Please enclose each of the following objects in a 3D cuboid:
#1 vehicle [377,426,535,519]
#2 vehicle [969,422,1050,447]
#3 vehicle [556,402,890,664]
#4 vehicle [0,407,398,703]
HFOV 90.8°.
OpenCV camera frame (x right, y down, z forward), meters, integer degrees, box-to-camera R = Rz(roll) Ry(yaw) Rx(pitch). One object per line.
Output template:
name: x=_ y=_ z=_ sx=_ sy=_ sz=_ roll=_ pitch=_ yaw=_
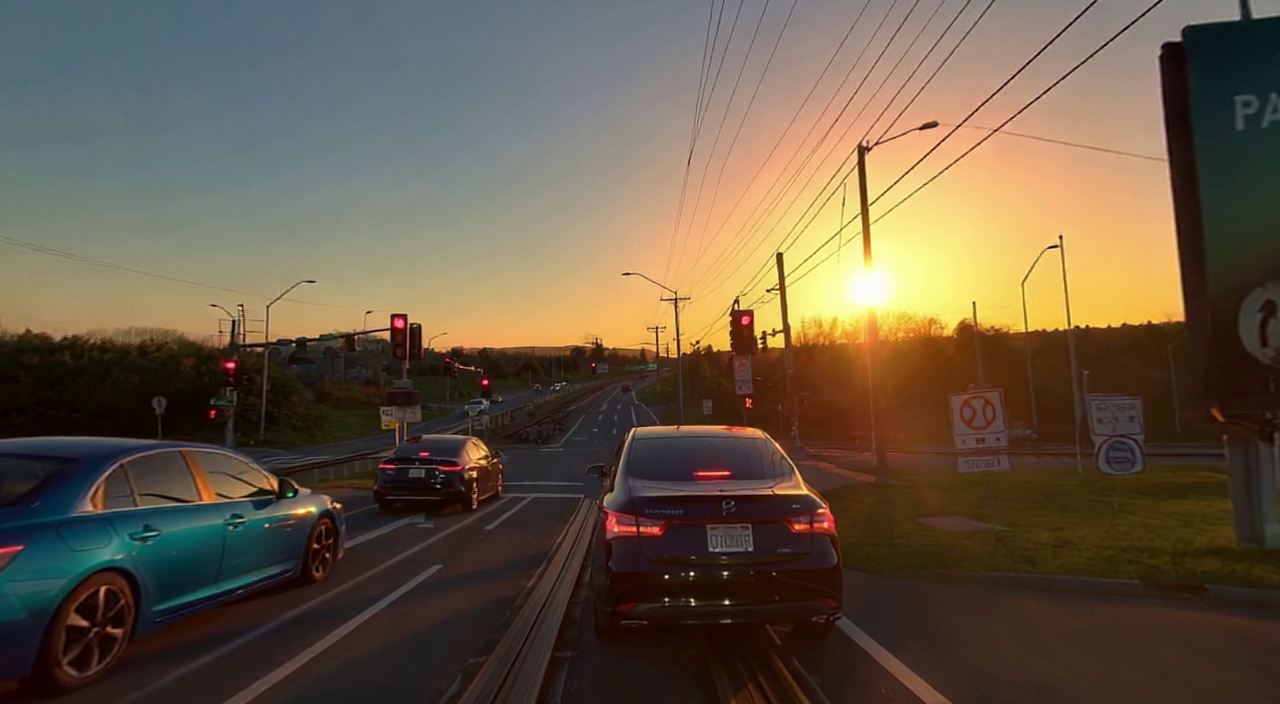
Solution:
vehicle: x=-3.371 y=2.288 z=12.484 sx=1.984 sy=1.505 sz=4.047 roll=0 pitch=-8 yaw=-2
vehicle: x=27.165 y=6.135 z=46.593 sx=4.544 sy=1.762 sz=2.272 roll=0 pitch=-9 yaw=-1
vehicle: x=0.397 y=1.363 z=5.811 sx=1.998 sy=1.529 sz=3.960 roll=0 pitch=-8 yaw=-3
vehicle: x=-3.710 y=1.294 z=4.828 sx=1.956 sy=1.468 sz=4.585 roll=0 pitch=-8 yaw=-1
